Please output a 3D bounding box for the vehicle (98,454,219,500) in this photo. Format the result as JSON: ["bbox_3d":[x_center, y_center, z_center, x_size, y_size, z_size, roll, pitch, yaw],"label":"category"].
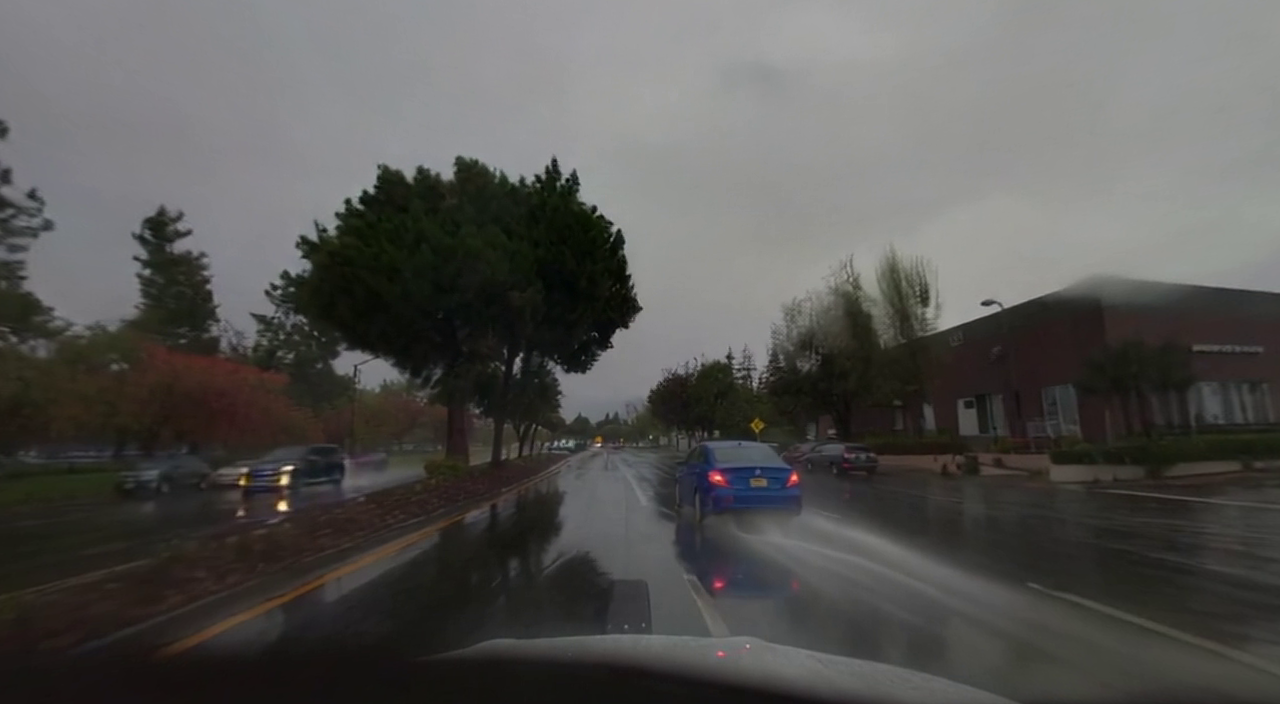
[{"bbox_3d":[-20.854,5.371,27.579,1.888,1.751,4.526,0,-8,-4],"label":"vehicle"}]

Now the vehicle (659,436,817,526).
[{"bbox_3d":[1.672,2.434,12.552,2.141,1.443,4.499,0,-8,-4],"label":"vehicle"}]

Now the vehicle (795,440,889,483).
[{"bbox_3d":[7.800,4.260,24.821,2.017,1.516,4.393,0,-8,-3],"label":"vehicle"}]

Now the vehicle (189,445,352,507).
[{"bbox_3d":[-10.207,3.410,17.947,1.990,1.496,4.598,0,-8,-2],"label":"vehicle"}]
